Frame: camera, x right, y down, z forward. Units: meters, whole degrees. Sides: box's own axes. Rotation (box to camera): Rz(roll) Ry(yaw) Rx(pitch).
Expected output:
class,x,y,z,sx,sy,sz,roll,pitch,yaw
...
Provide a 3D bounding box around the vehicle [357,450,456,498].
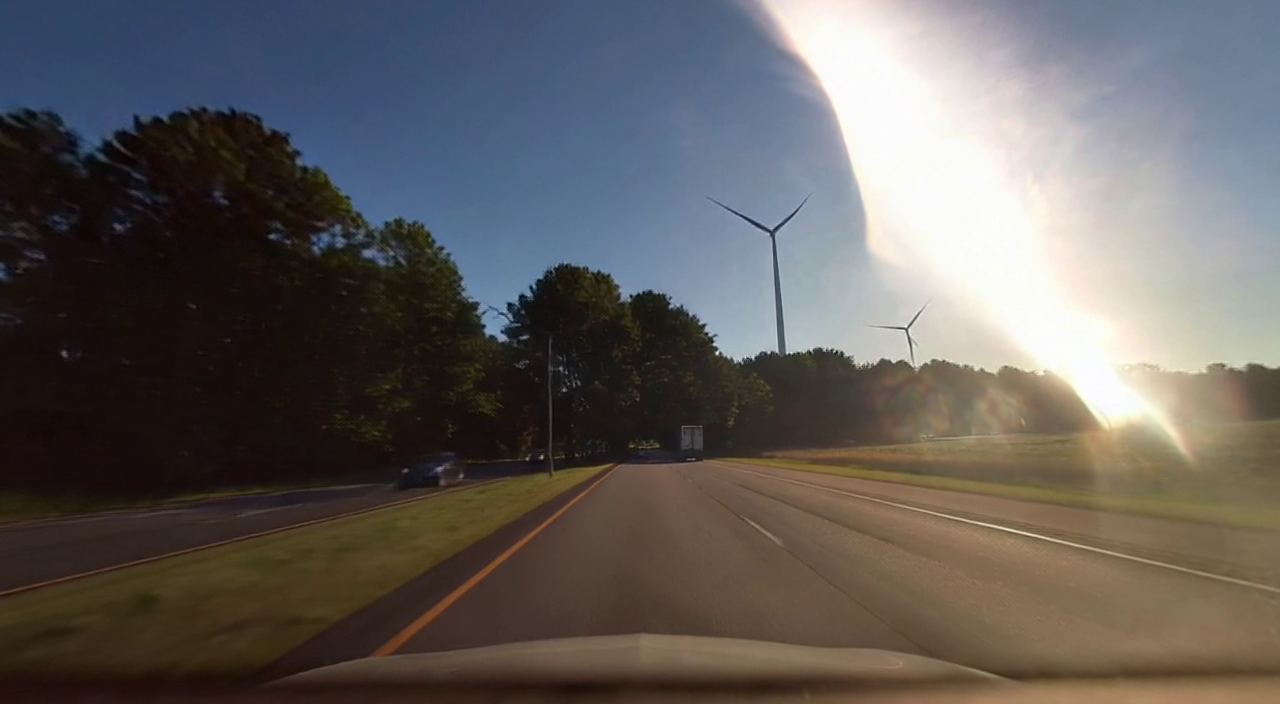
class,x,y,z,sx,sy,sz,roll,pitch,yaw
vehicle,-8.596,4.493,23.656,2.074,1.607,4.254,0,-9,0
